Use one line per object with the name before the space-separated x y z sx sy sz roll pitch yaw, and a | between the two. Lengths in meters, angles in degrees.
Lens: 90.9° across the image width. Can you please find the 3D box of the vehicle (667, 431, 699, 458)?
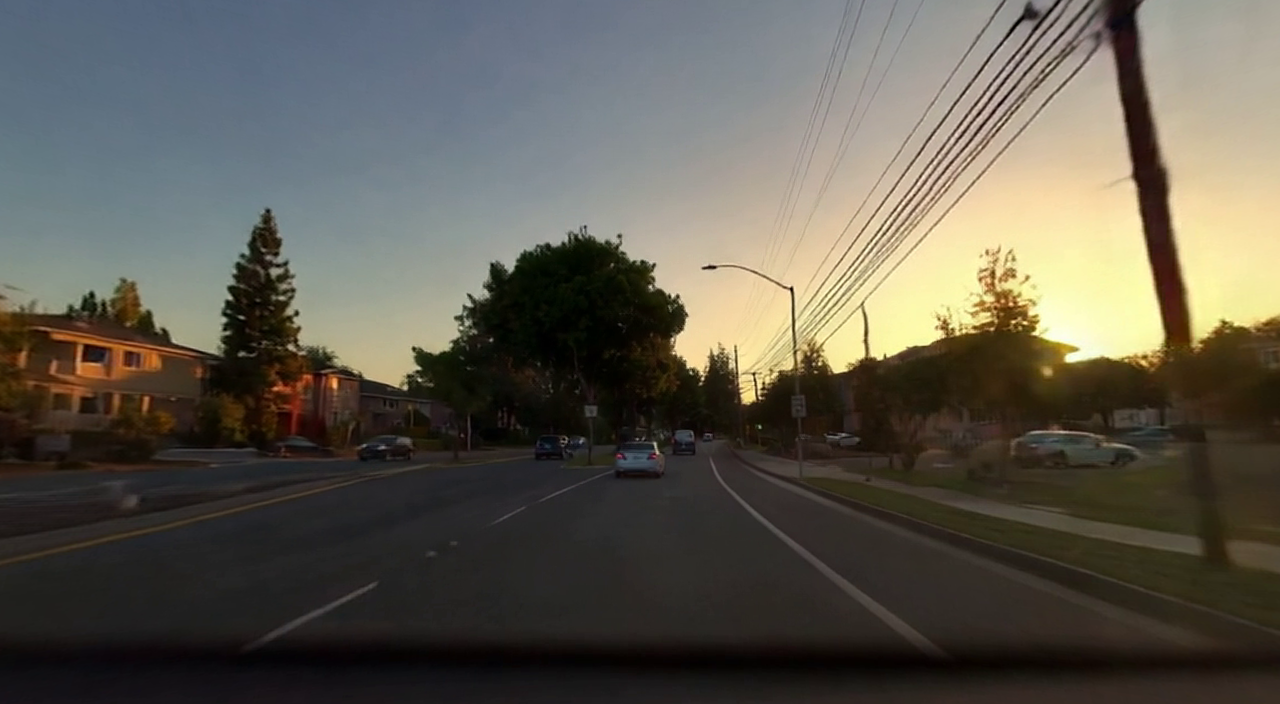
vehicle | 3.392 7.146 48.728 2.158 1.939 4.935 -1 -8 8

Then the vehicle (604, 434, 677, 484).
vehicle | 0.120 3.487 20.866 2.117 1.474 4.036 -1 -8 4

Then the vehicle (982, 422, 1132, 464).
vehicle | 17.429 3.850 26.591 4.751 1.661 2.022 -2 -9 12

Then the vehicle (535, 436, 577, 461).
vehicle | -5.216 6.068 39.671 1.983 1.485 4.159 0 -8 2

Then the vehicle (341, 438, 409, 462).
vehicle | -16.944 6.293 40.583 1.893 1.494 4.752 -1 -8 5
